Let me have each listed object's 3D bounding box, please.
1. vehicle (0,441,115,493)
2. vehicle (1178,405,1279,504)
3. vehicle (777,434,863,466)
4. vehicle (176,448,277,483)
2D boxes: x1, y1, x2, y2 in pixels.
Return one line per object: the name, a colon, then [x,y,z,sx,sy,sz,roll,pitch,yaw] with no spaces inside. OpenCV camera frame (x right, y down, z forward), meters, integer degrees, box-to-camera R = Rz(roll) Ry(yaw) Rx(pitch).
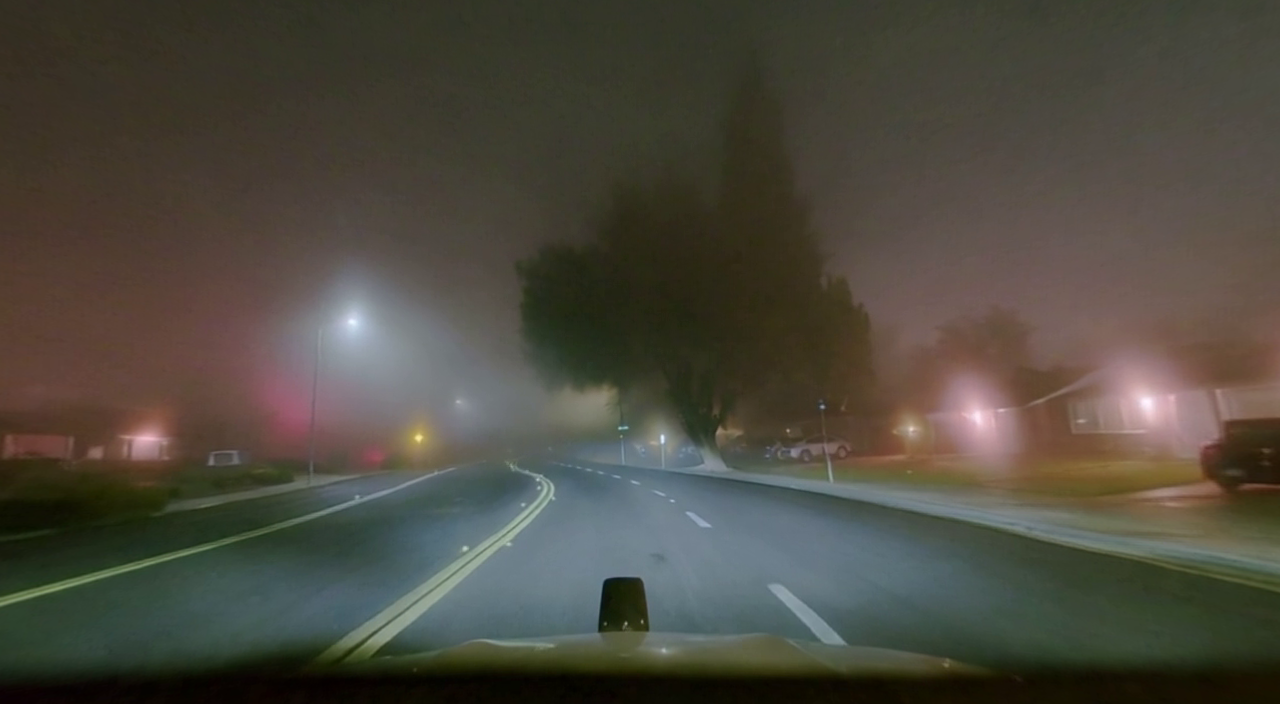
vehicle: [-23.064,4.346,23.991,4.128,1.861,1.959,2,-9,-12]
vehicle: [14.835,1.938,12.948,5.283,1.863,2.150,-4,-9,4]
vehicle: [11.196,6.137,39.485,4.693,1.764,2.265,-3,-9,5]
vehicle: [-22.093,6.063,33.861,3.899,1.729,2.064,1,-9,-9]
